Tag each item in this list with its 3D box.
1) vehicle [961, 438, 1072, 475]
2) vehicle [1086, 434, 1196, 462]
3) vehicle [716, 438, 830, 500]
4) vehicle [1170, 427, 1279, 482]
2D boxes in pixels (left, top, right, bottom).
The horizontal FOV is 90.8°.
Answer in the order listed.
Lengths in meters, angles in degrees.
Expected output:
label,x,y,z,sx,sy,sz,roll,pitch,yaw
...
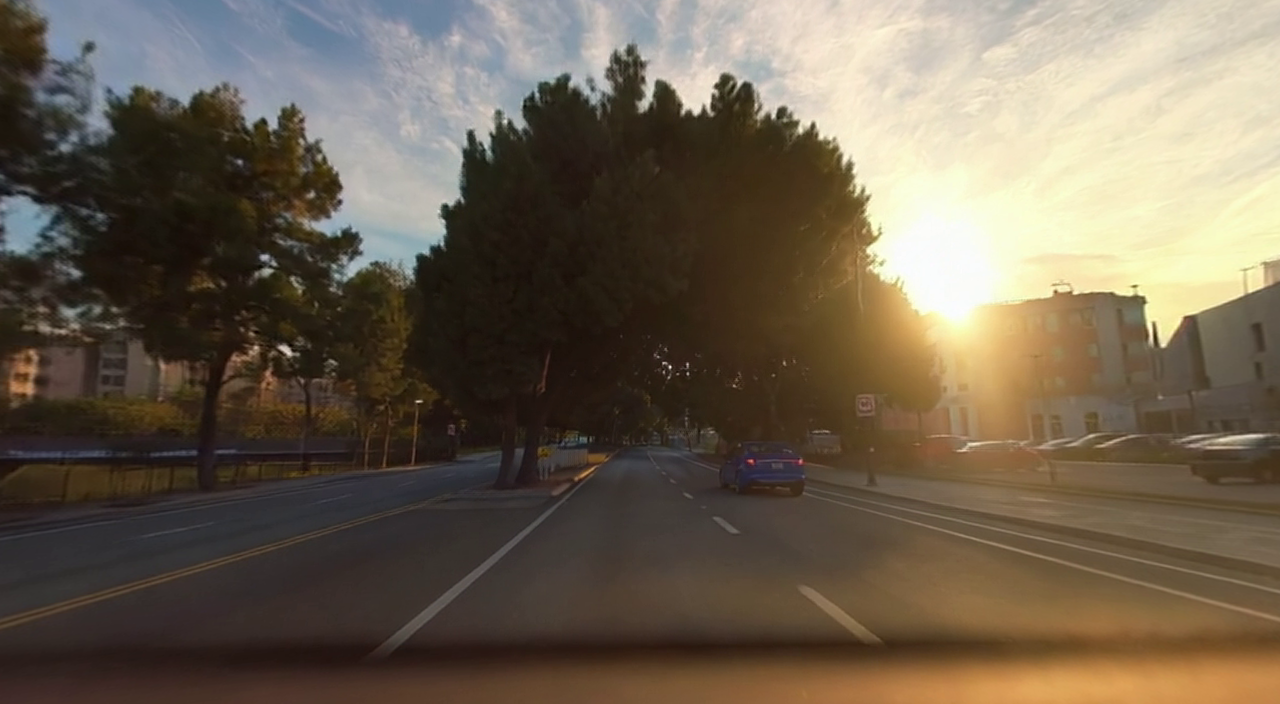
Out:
label,x,y,z,sx,sy,sz,roll,pitch,yaw
vehicle,19.436,5.451,32.765,4.418,1.418,1.873,-5,-14,-2
vehicle,32.662,6.295,41.304,5.237,1.724,2.398,1,-9,-4
vehicle,3.526,3.191,17.756,2.114,1.493,4.430,0,-8,-2
vehicle,17.716,2.888,17.878,3.622,1.432,2.029,0,-8,-3
